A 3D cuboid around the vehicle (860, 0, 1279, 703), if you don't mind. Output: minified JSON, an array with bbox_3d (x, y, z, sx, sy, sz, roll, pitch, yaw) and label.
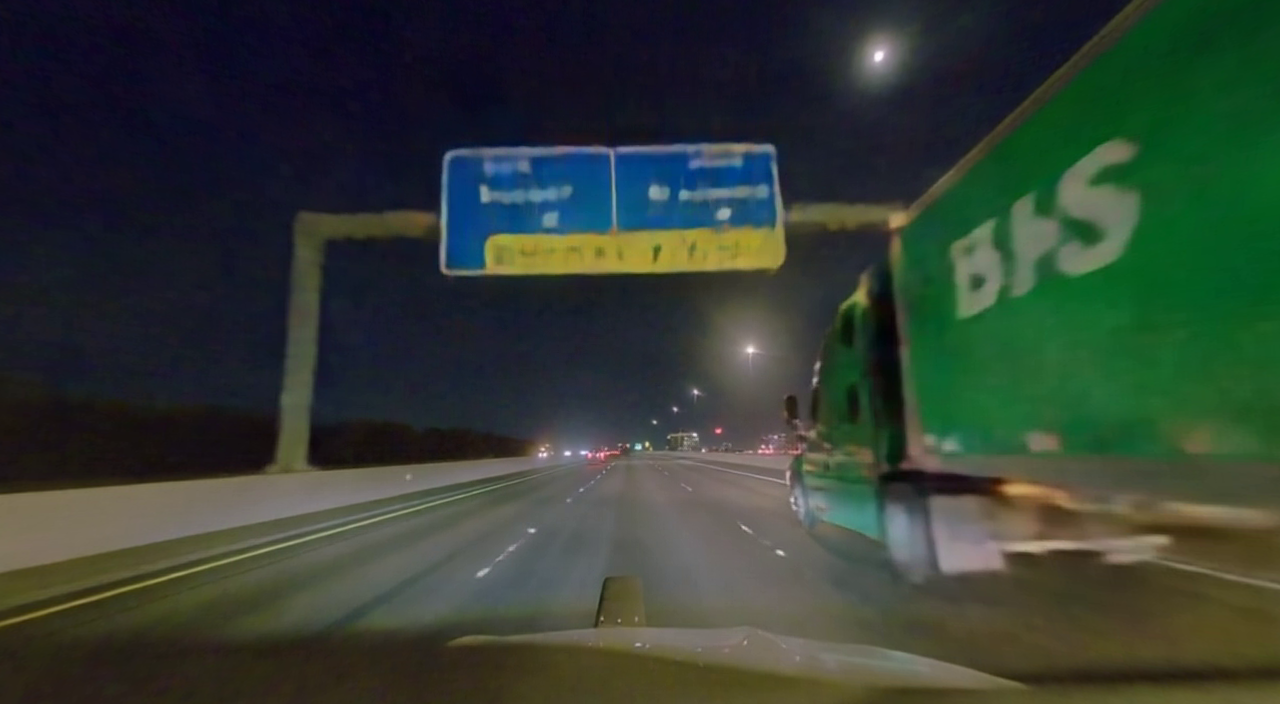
[{"bbox_3d":[4.093,-0.290,1.301,2.823,3.509,12.118,0,-9,0],"label":"vehicle"}]
